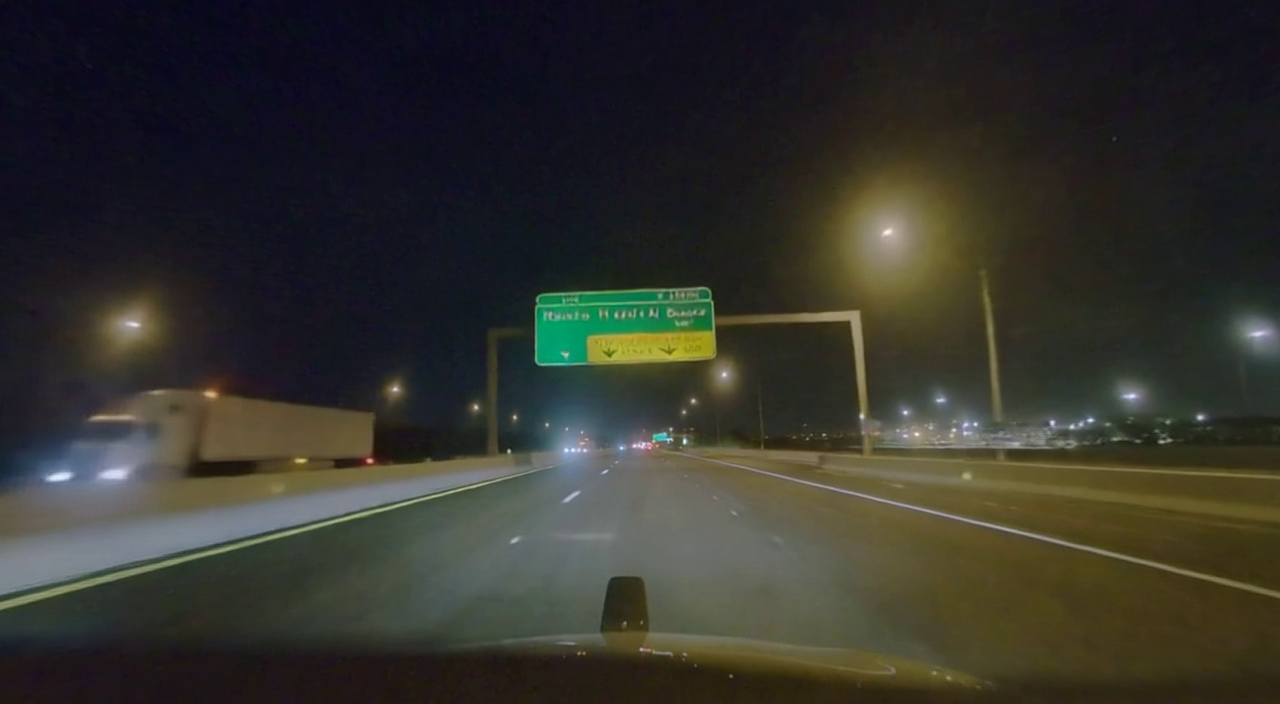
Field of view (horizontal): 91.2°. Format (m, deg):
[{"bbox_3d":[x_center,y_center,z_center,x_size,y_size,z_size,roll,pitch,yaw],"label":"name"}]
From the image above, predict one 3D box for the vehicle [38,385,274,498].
[{"bbox_3d":[-20.547,3.977,27.761,3.117,4.122,8.923,0,-9,0],"label":"vehicle"}]
